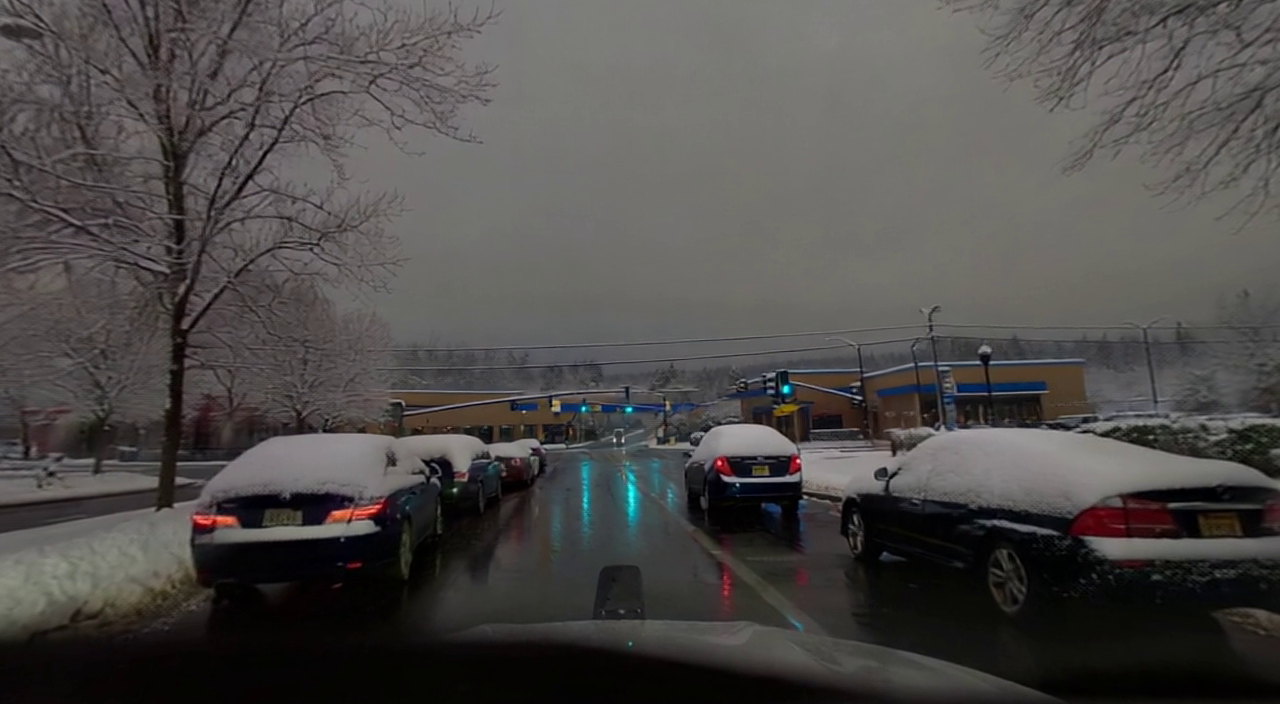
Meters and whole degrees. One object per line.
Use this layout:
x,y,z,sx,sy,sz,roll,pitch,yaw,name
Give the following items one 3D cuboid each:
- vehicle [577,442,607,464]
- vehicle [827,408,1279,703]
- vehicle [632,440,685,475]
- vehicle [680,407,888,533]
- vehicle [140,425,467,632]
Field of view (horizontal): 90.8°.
-3.553,7.385,46.451,2.095,1.473,4.301,1,-8,-5,vehicle
3.416,1.358,5.307,1.904,1.494,4.864,1,-8,-4,vehicle
0.768,4.785,28.972,1.910,1.493,4.490,1,-8,-5,vehicle
2.404,2.211,12.545,2.324,1.907,5.634,1,-8,-6,vehicle
-3.096,1.624,6.965,1.968,1.497,4.286,2,-8,-11,vehicle
